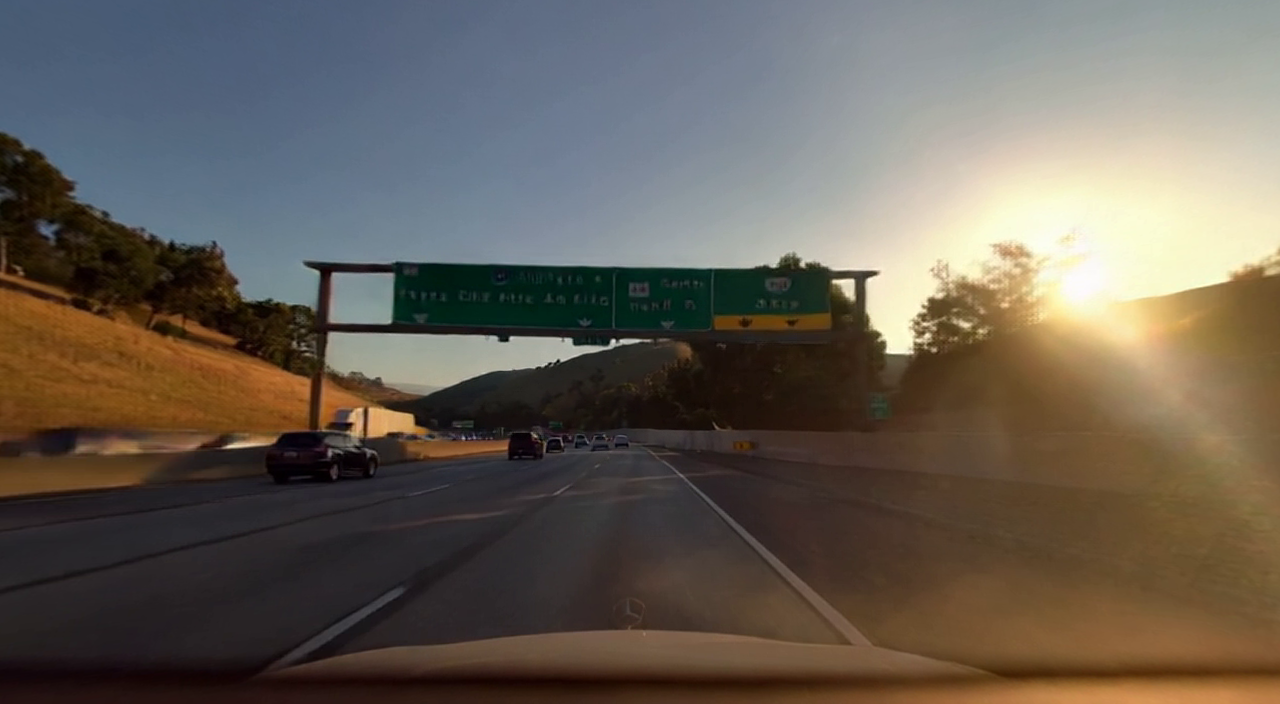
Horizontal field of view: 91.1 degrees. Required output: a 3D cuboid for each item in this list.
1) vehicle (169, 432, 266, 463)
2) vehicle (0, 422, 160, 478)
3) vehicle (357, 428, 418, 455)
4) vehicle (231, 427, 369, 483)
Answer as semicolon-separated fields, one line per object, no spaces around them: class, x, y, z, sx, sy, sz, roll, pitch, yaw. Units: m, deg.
vehicle;-21.882;4.967;32.760;1.843;1.468;4.587;1;-8;0
vehicle;-18.071;3.110;20.095;1.889;1.546;4.305;1;-8;1
vehicle;-18.606;6.667;46.598;2.179;1.790;5.517;1;-9;1
vehicle;-11.097;3.389;20.947;2.001;1.625;4.528;1;-8;1
